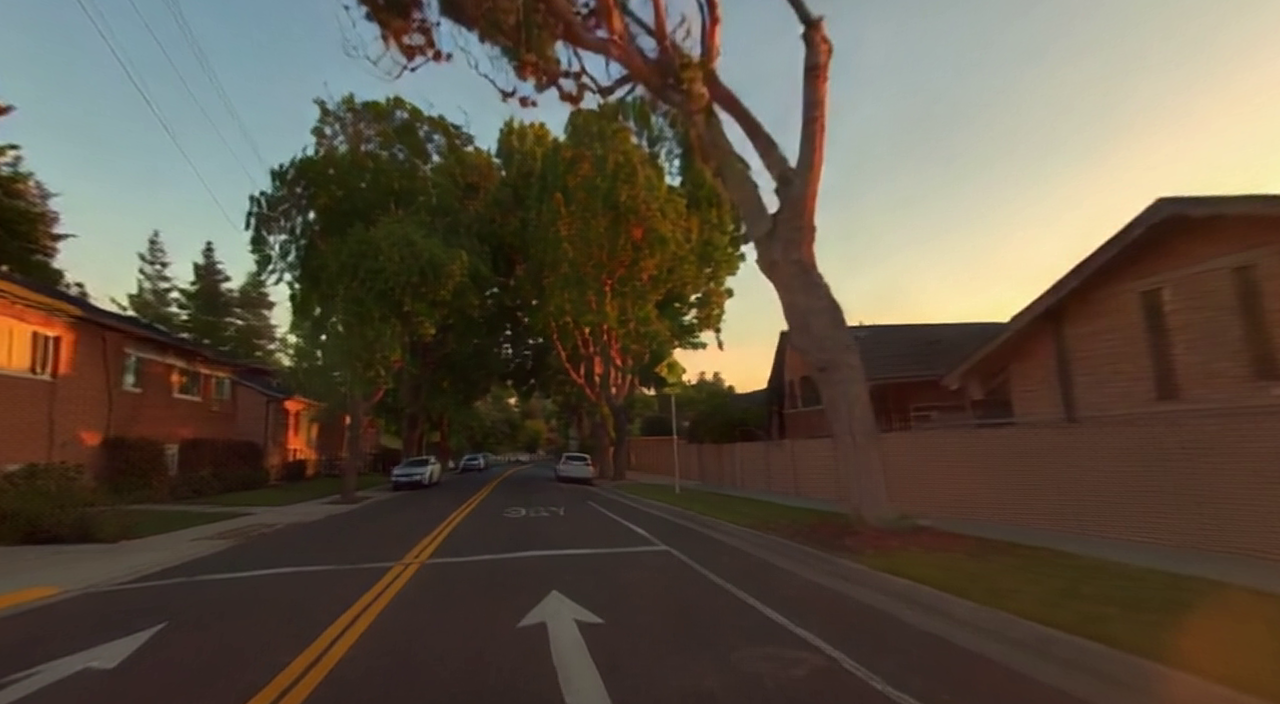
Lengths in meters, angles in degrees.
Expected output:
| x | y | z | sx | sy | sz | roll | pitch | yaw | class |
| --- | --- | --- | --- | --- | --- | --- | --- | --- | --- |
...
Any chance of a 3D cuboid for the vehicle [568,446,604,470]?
| x | y | z | sx | sy | sz | roll | pitch | yaw | class |
| --- | --- | --- | --- | --- | --- | --- | --- | --- | --- |
| -4.277 | 8.267 | 49.326 | 1.937 | 1.752 | 4.574 | 2 | -9 | -15 | vehicle |
